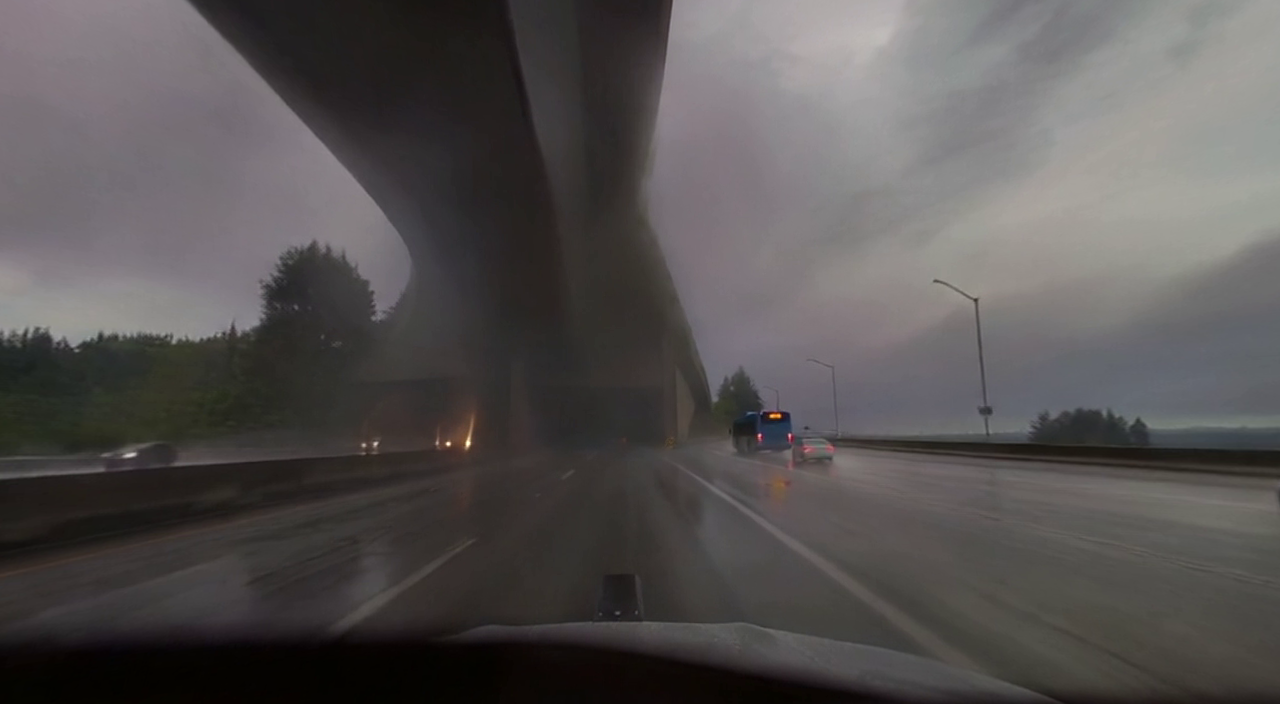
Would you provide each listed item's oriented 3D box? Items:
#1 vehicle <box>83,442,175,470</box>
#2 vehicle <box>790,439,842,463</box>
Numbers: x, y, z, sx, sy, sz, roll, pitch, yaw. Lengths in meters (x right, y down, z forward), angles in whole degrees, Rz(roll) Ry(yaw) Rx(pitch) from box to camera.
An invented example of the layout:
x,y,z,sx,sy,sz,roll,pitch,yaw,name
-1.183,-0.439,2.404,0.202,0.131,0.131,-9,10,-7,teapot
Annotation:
x,y,z,sx,sy,sz,roll,pitch,yaw,name
-29.080,5.916,35.940,1.743,1.429,4.050,0,-8,1,vehicle
10.648,5.981,38.323,1.866,1.359,4.218,0,-8,-2,vehicle
